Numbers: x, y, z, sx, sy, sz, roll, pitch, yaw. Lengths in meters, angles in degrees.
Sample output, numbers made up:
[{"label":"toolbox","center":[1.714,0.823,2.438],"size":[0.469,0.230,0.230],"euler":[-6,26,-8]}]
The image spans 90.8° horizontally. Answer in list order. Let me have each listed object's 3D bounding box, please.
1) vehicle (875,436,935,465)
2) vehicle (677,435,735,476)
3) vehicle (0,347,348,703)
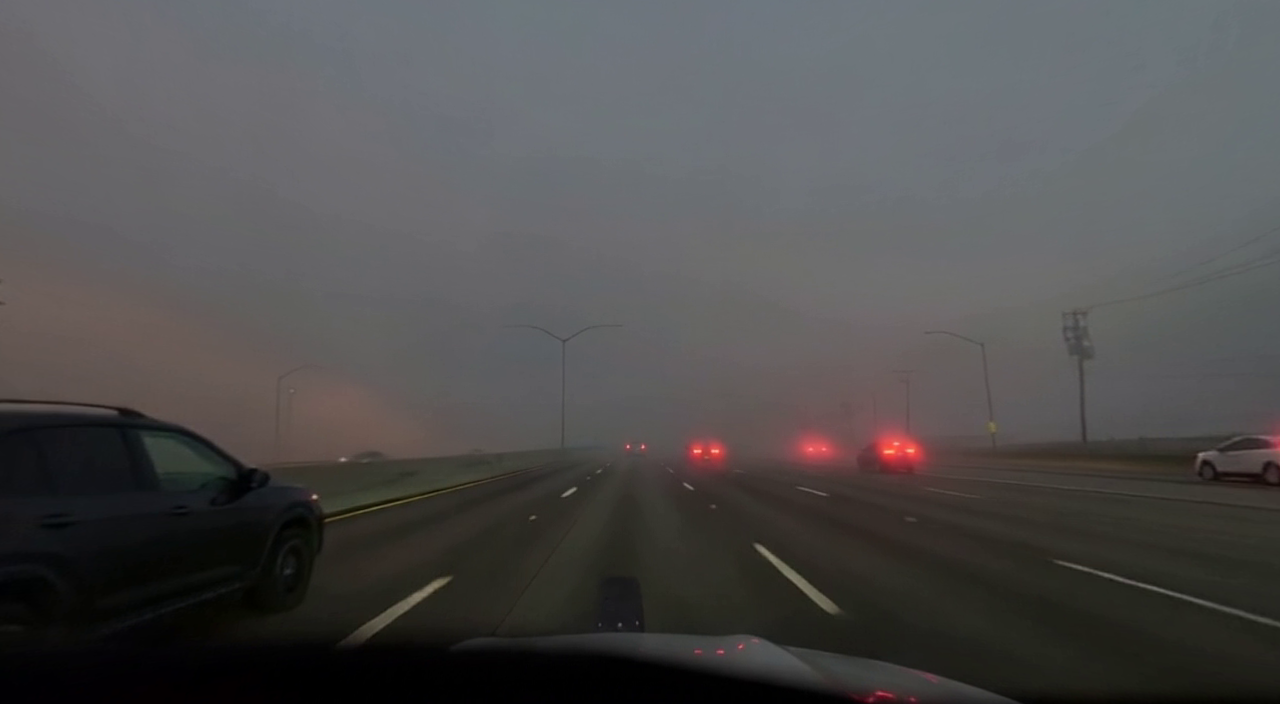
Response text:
[{"label":"vehicle","center":[17.366,6.493,41.685],"size":[2.070,1.782,5.006],"euler":[-1,-8,4]},{"label":"vehicle","center":[2.847,4.571,28.153],"size":[1.997,1.638,4.281],"euler":[0,-8,-1]},{"label":"vehicle","center":[-3.574,0.924,3.094],"size":[2.099,1.682,4.590],"euler":[0,-8,0]}]
